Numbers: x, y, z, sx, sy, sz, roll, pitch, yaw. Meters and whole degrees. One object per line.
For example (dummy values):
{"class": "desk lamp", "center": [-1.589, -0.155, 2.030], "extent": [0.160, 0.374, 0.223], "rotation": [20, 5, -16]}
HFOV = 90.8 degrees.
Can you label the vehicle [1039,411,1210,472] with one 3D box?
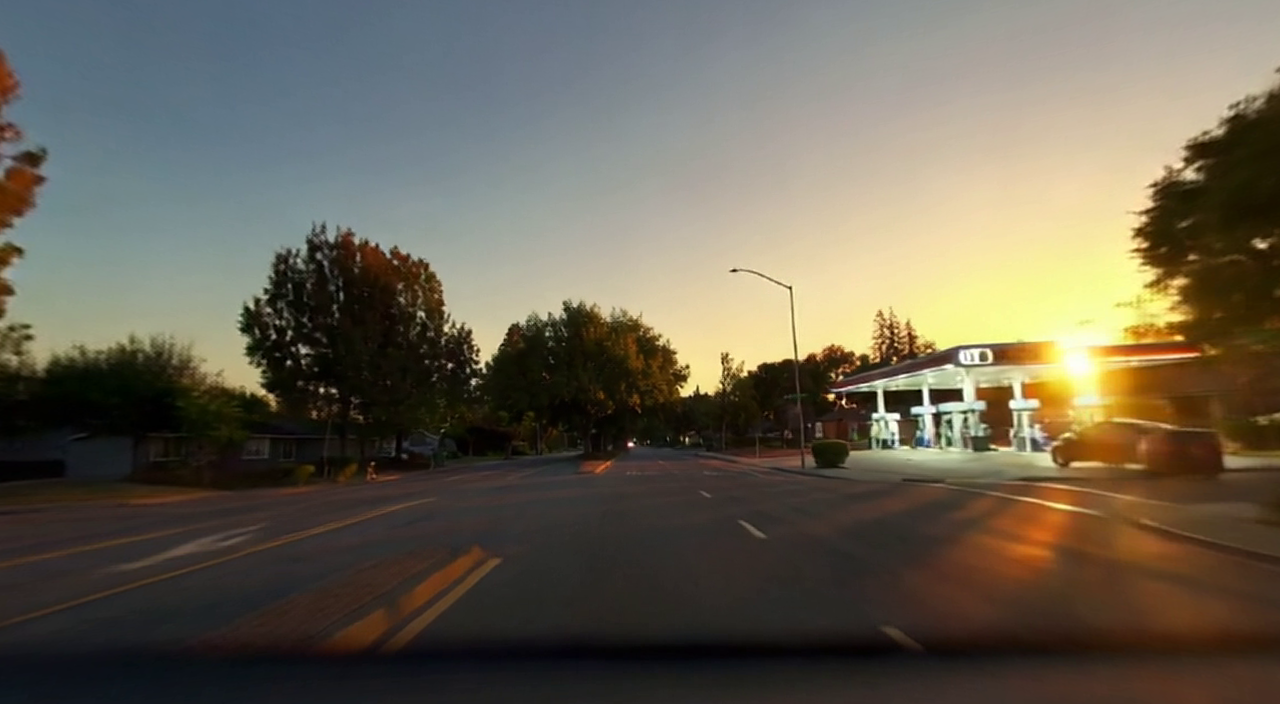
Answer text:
{"class": "vehicle", "center": [17.366, 3.231, 23.093], "extent": [2.314, 1.921, 5.069], "rotation": [-1, -7, 2]}
